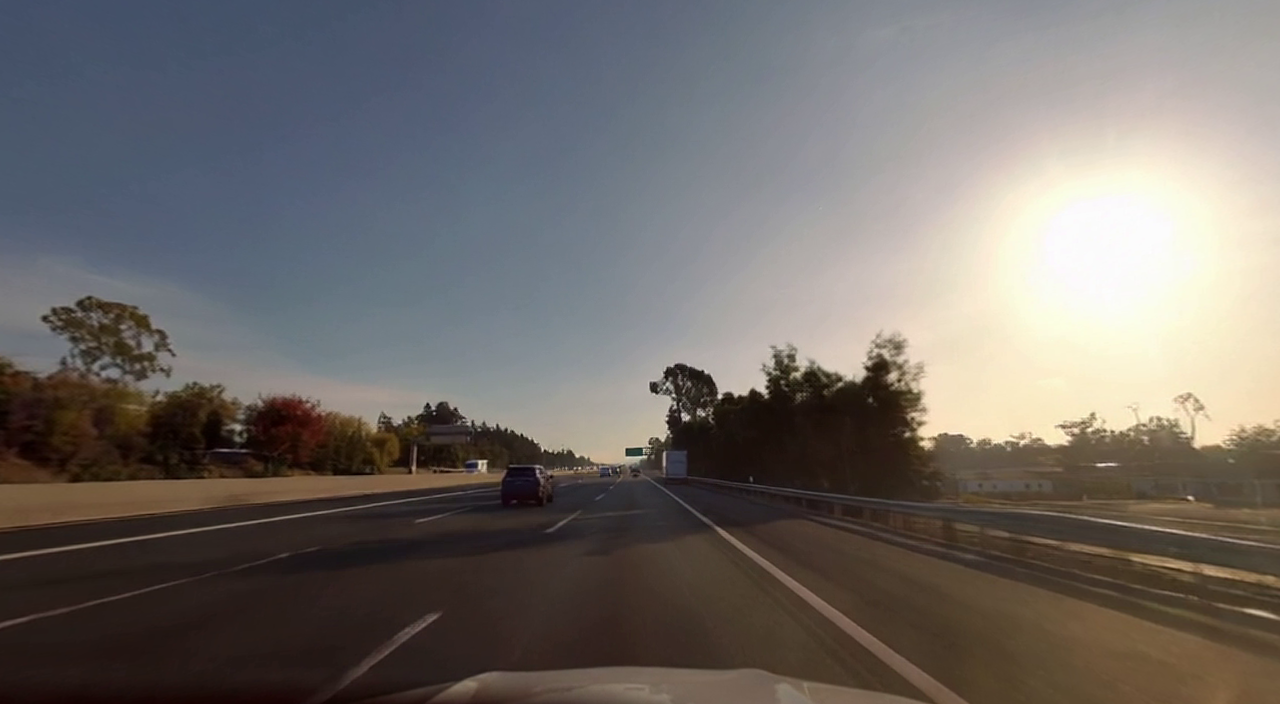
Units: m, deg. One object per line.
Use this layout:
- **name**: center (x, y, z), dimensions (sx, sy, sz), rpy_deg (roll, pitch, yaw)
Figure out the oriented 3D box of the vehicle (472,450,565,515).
- **vehicle**: center (-3.816, 4.237, 20.713), dimensions (2.036, 1.835, 4.888), rpy_deg (1, -10, 0)
